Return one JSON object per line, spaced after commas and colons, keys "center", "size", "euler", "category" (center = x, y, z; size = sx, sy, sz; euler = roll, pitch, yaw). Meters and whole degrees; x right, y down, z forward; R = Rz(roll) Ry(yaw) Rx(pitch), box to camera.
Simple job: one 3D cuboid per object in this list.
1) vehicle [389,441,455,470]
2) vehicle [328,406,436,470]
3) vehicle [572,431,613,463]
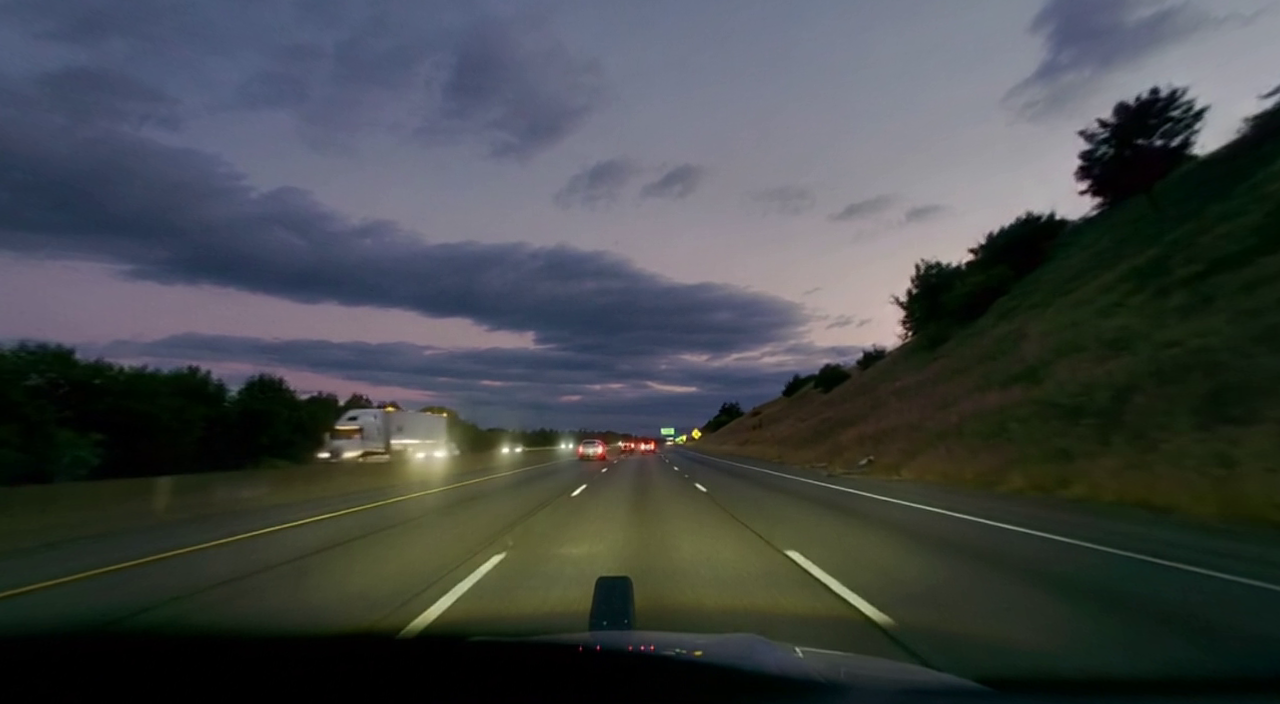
{"center": [-12.840, 6.105, 37.355], "size": [2.255, 1.631, 4.281], "euler": [0, -8, 1], "category": "vehicle"}
{"center": [-16.986, 5.827, 42.401], "size": [2.987, 3.827, 9.899], "euler": [0, -8, 0], "category": "vehicle"}
{"center": [-3.150, 6.452, 42.692], "size": [2.286, 2.011, 4.452], "euler": [0, -8, 1], "category": "vehicle"}
